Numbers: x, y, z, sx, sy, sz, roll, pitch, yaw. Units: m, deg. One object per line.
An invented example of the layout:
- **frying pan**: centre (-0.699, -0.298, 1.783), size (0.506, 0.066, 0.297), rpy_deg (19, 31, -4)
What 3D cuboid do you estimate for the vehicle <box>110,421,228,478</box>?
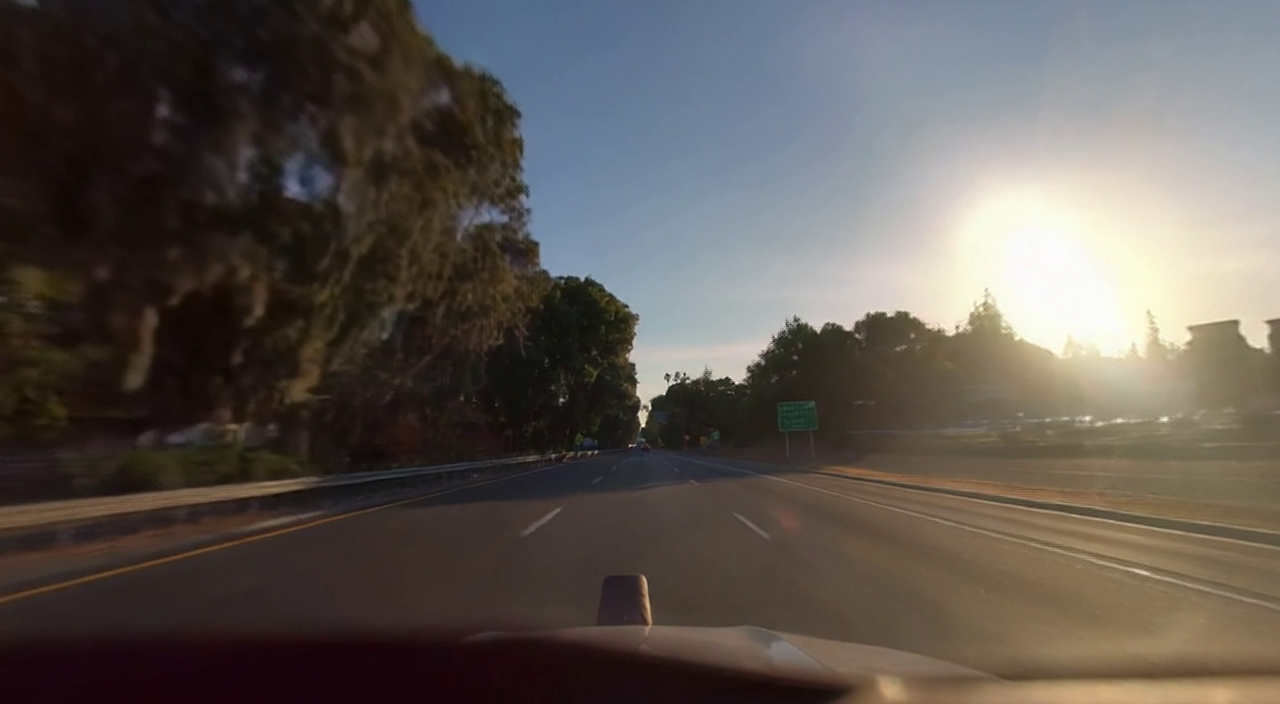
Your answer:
- **vehicle**: centre (-35.649, 7.376, 48.179), size (3.029, 3.941, 7.412), rpy_deg (-1, -8, 1)
